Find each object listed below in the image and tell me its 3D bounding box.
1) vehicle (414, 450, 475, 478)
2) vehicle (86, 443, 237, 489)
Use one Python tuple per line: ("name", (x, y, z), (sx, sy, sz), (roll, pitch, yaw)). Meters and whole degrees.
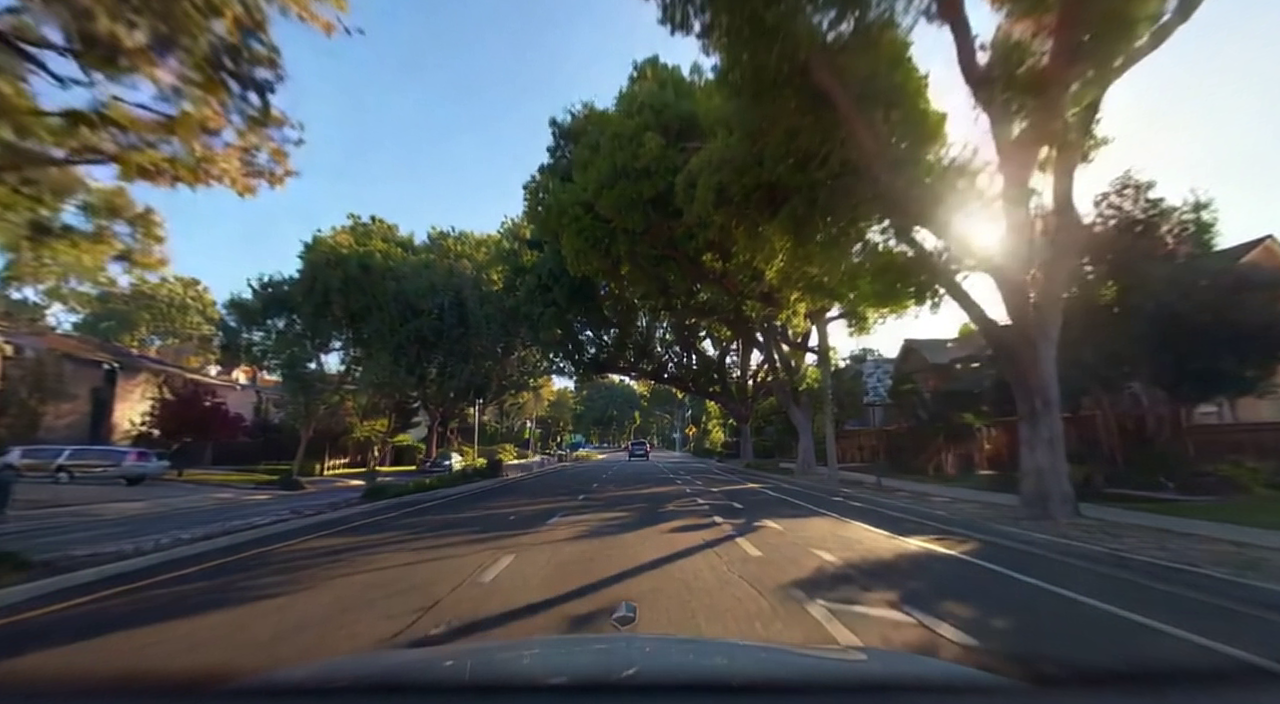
("vehicle", (-11.852, 6.829, 38.541), (2.150, 1.518, 4.785), (-2, -10, 1))
("vehicle", (-18.918, 4.519, 25.061), (4.170, 1.704, 2.174), (0, -9, 0))
